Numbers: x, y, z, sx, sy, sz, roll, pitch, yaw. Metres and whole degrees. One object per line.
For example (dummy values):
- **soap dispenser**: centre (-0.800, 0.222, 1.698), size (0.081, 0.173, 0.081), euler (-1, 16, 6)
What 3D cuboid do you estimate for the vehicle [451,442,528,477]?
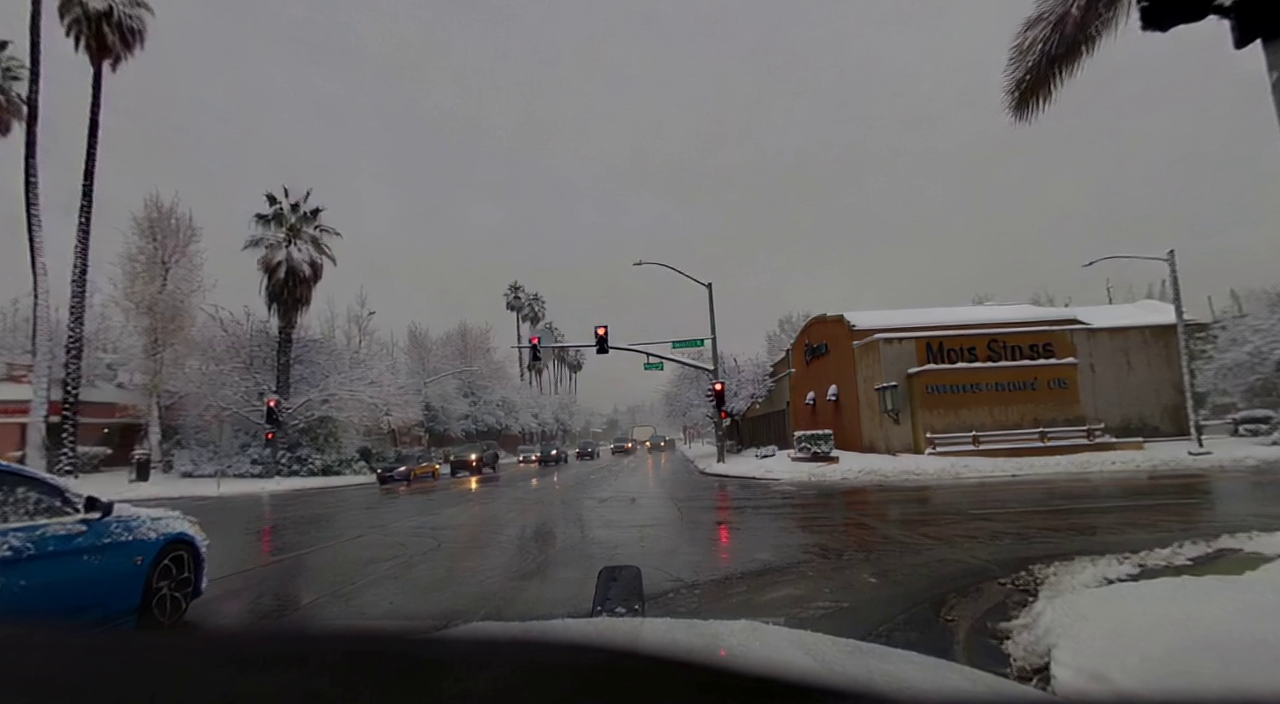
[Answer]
- **vehicle**: centre (-8.437, 6.108, 36.104), size (2.152, 1.825, 5.406), euler (-2, -9, 11)

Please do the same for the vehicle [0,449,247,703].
- **vehicle**: centre (-3.699, 1.020, 2.247), size (1.850, 1.325, 4.295), euler (0, -9, 0)

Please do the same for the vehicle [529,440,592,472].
- **vehicle**: centre (-4.536, 6.065, 36.939), size (2.092, 1.709, 4.775), euler (-2, -9, 13)

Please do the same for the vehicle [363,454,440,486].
- **vehicle**: centre (-12.665, 6.282, 33.878), size (1.880, 1.440, 4.418), euler (-4, -9, 9)
